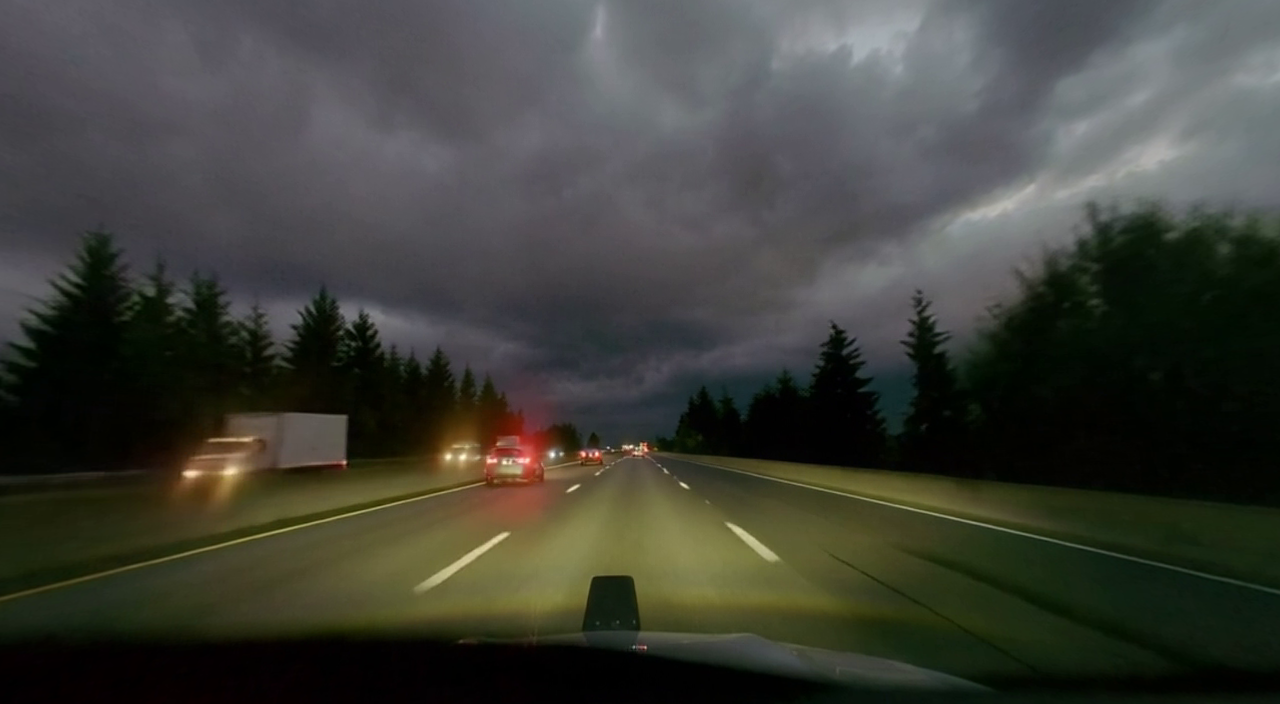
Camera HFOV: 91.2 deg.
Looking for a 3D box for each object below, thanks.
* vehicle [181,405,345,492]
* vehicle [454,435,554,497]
[{"bbox_3d":[-16.970,4.457,29.042,2.911,3.421,7.463,0,-9,0],"label":"vehicle"},{"bbox_3d":[-4.071,3.498,19.575,2.151,1.693,4.201,-1,-9,0],"label":"vehicle"}]
